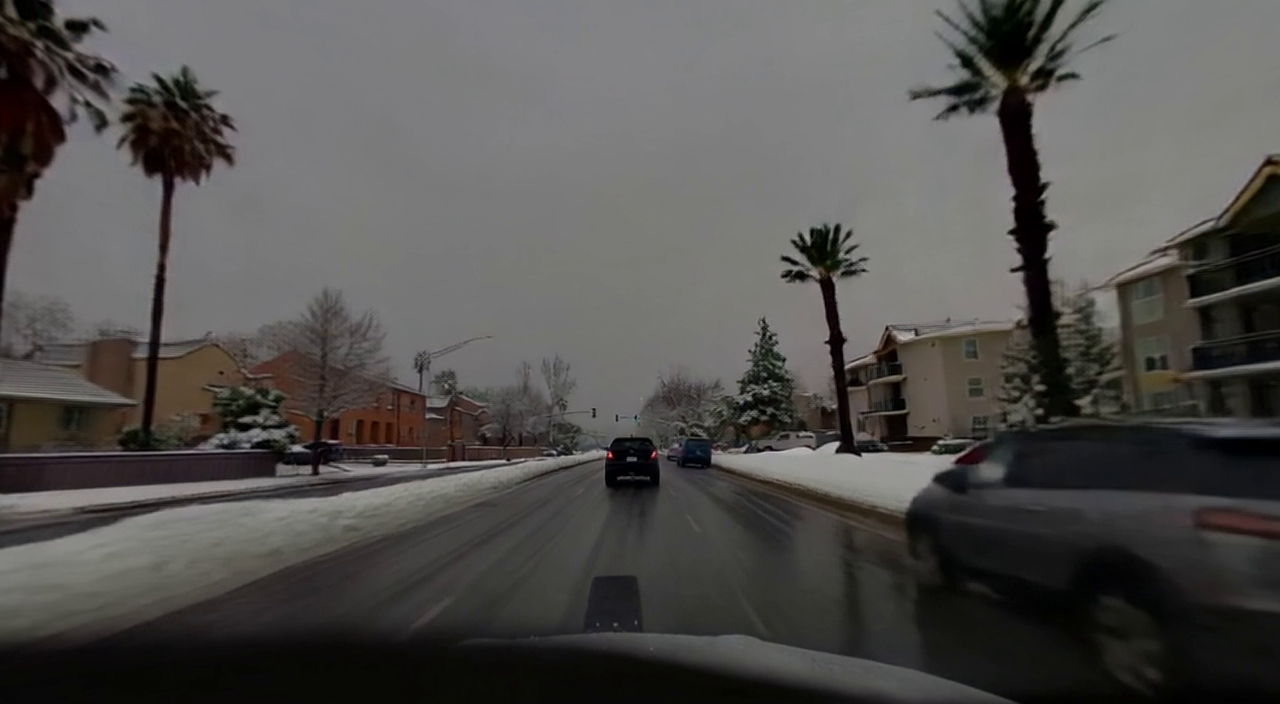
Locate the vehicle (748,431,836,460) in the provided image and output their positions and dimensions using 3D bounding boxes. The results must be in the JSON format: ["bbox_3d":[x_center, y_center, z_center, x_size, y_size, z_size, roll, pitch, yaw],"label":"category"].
[{"bbox_3d":[10.876,6.739,45.501,5.709,2.017,2.435,0,-8,-1],"label":"vehicle"}]

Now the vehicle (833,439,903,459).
[{"bbox_3d":[16.480,7.030,45.629,4.317,1.420,1.828,0,-8,0],"label":"vehicle"}]

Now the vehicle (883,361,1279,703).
[{"bbox_3d":[3.502,1.150,4.286,1.949,1.685,4.161,0,-8,-1],"label":"vehicle"}]

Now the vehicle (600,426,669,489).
[{"bbox_3d":[-0.200,3.422,20.733,1.994,1.810,5.057,0,-8,-1],"label":"vehicle"}]

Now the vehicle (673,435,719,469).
[{"bbox_3d":[3.408,6.203,39.227,2.416,1.922,5.023,0,-8,0],"label":"vehicle"}]

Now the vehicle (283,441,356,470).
[{"bbox_3d":[-21.414,6.899,42.364,2.196,1.820,4.955,0,-8,1],"label":"vehicle"}]
